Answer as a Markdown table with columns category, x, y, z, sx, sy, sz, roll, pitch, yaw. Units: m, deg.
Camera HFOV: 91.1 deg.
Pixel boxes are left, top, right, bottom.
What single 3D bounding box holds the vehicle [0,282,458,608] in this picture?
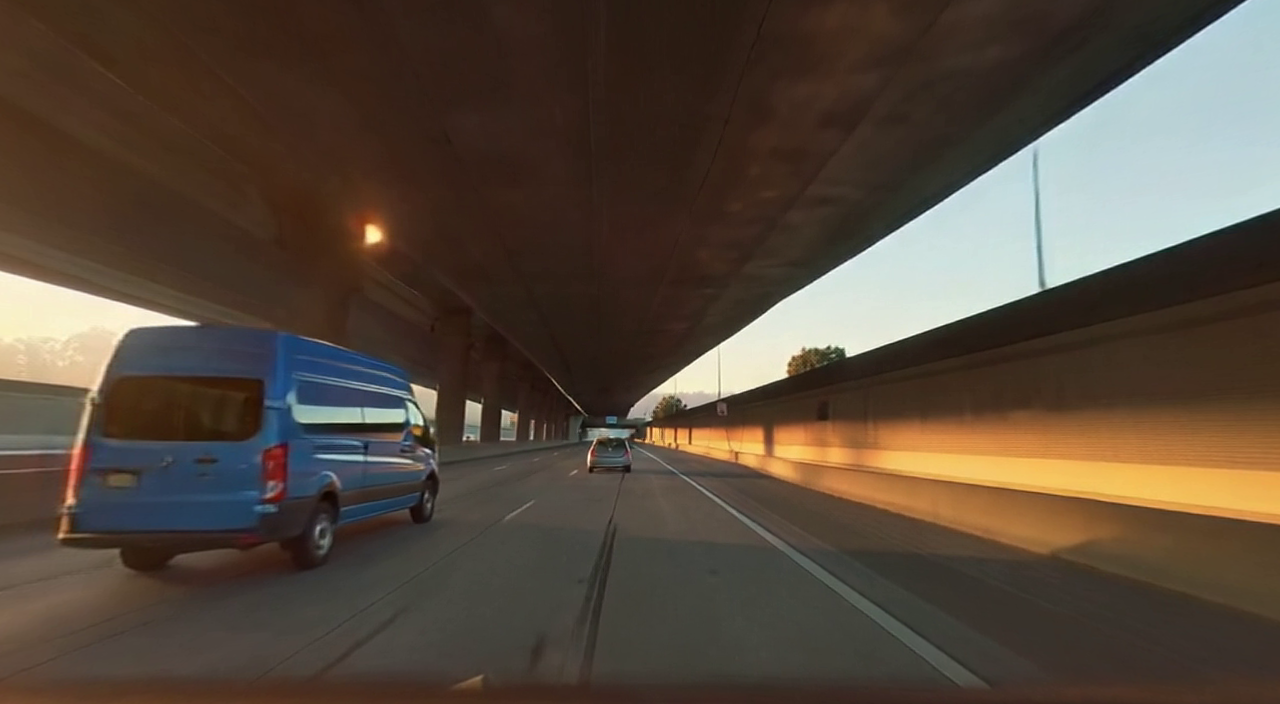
| category | x | y | z | sx | sy | sz | roll | pitch | yaw |
| --- | --- | --- | --- | --- | --- | --- | --- | --- | --- |
| vehicle | -4.153 | 1.026 | 7.404 | 2.404 | 2.459 | 5.229 | -1 | -8 | 1 |

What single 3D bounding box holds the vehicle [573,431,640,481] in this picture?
| category | x | y | z | sx | sy | sz | roll | pitch | yaw |
| --- | --- | --- | --- | --- | --- | --- | --- | --- | --- |
| vehicle | -1.088 | 3.576 | 21.940 | 2.095 | 1.553 | 4.069 | 0 | -8 | -1 |
